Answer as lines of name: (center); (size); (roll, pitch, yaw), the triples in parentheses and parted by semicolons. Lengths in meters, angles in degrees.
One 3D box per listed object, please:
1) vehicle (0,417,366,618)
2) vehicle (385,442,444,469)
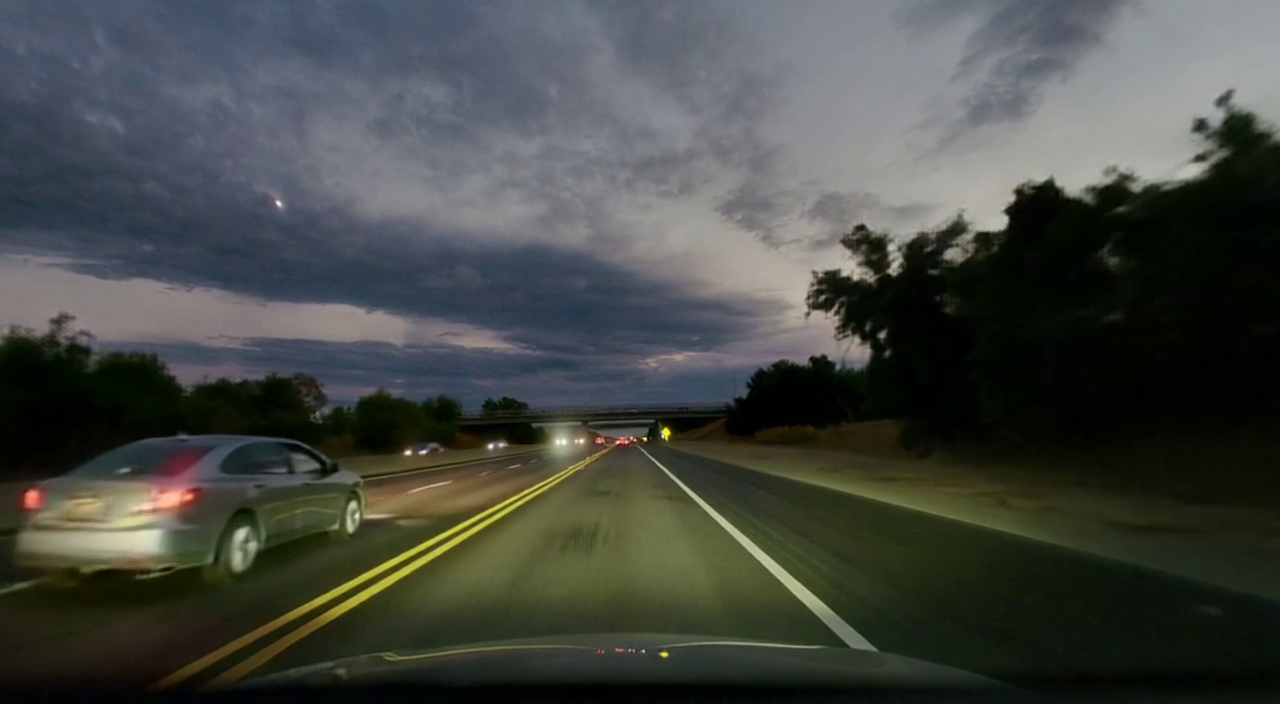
vehicle: (-4.748, 1.511, 6.740); (1.965, 1.513, 3.774); (0, -8, -1)
vehicle: (-13.679, 6.307, 38.532); (1.936, 1.472, 4.802); (0, -8, -1)
